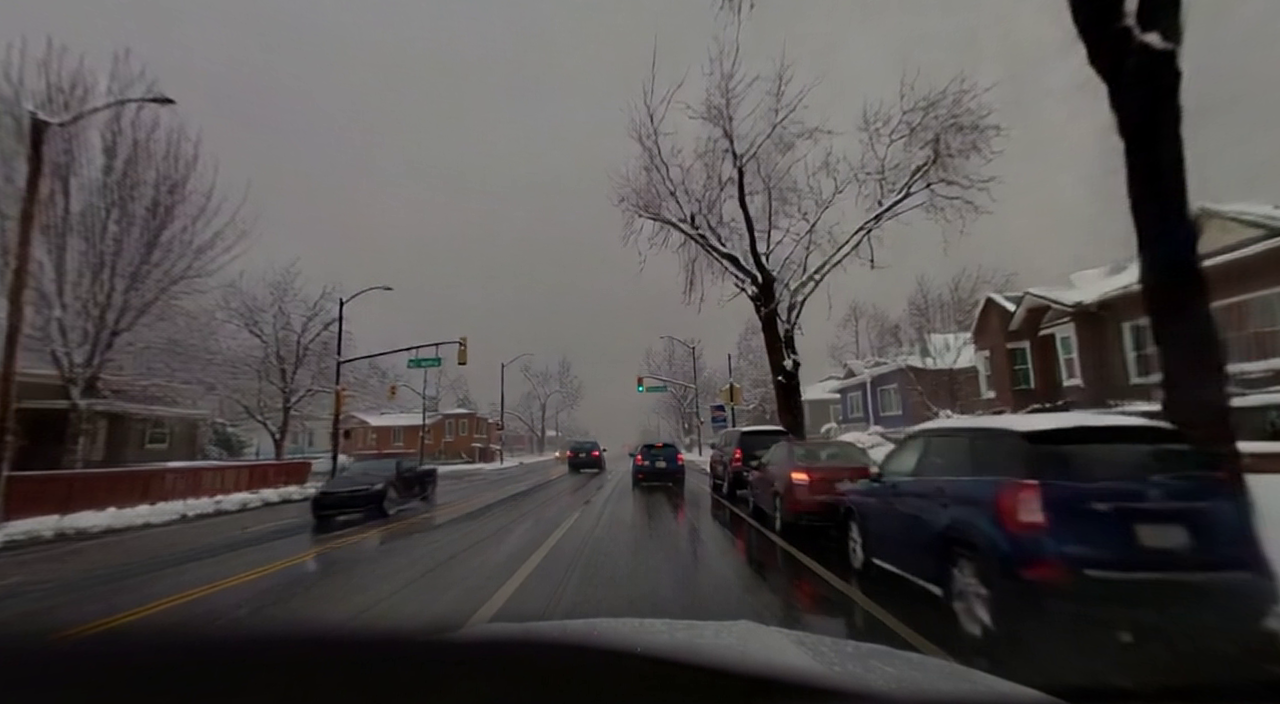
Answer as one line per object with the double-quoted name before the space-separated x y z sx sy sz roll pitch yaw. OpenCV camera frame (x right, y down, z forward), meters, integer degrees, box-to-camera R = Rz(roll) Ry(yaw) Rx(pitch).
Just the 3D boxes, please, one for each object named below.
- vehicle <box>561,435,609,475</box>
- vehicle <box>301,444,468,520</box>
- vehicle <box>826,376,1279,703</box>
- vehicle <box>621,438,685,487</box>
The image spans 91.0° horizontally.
"vehicle" -2.625 5.071 31.137 1.983 1.841 4.013 0 -8 0
"vehicle" -5.865 3.003 15.218 2.055 1.521 4.639 0 -8 1
"vehicle" 3.059 1.195 4.834 1.905 1.589 4.028 0 -8 -2
"vehicle" 0.378 3.758 21.726 1.998 1.518 4.015 0 -8 -1
